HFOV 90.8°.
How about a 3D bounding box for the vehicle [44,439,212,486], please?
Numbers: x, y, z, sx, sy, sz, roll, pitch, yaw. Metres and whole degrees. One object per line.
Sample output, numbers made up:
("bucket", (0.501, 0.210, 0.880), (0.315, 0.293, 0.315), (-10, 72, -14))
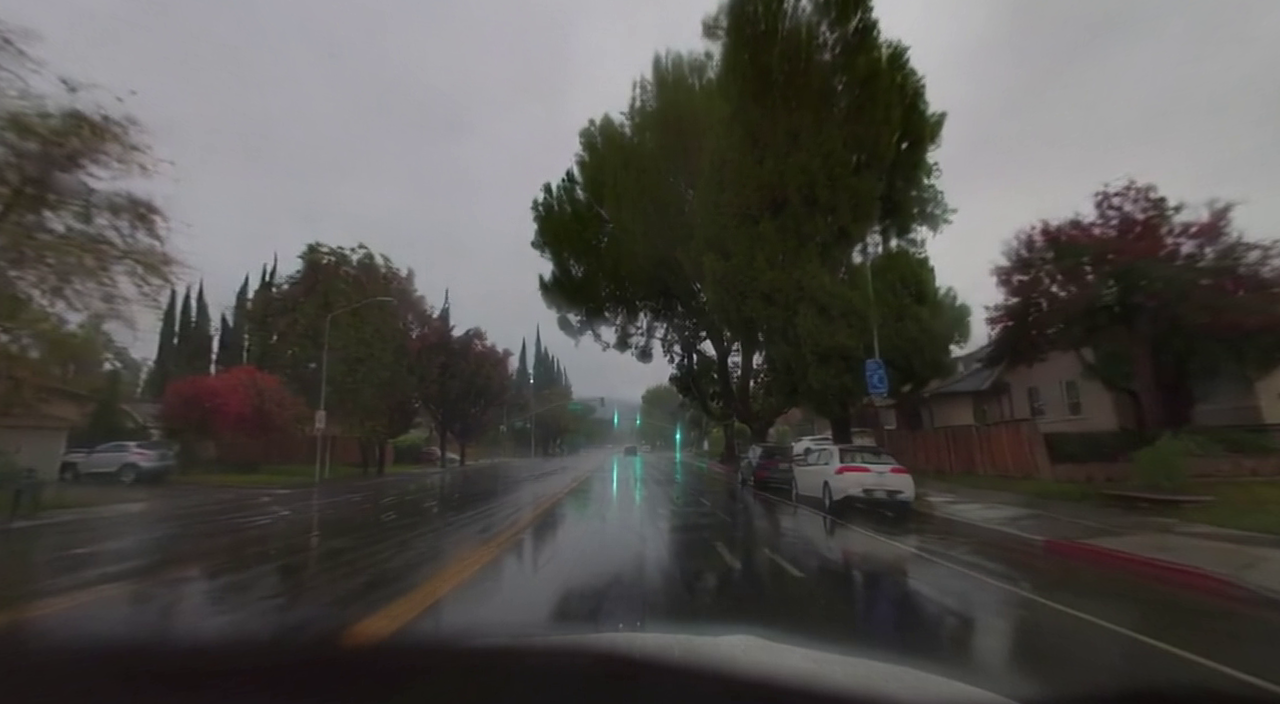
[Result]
("vehicle", (-20.960, 4.530, 26.049), (4.931, 1.801, 2.142), (0, -8, -1))

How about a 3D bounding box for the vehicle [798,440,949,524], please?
("vehicle", (4.791, 2.677, 13.530), (1.875, 1.540, 3.402), (0, -8, -1))

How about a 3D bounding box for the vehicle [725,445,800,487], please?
("vehicle", (4.706, 4.431, 24.992), (2.065, 1.463, 4.814), (0, -8, 1))
